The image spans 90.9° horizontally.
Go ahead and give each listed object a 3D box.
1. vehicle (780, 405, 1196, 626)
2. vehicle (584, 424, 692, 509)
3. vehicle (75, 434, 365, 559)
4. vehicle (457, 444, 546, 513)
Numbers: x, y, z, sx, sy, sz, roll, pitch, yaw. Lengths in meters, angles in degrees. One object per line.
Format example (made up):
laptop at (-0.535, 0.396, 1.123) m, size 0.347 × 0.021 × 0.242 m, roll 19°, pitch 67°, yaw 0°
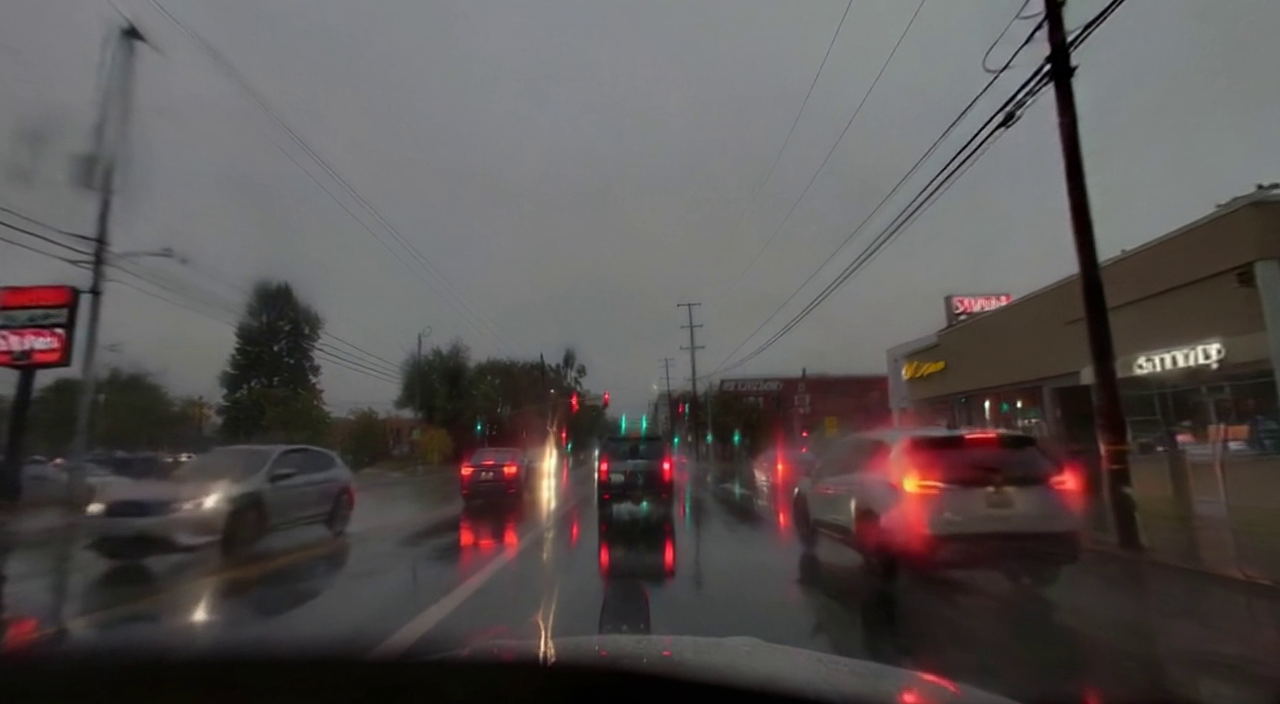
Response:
vehicle at (3.363, 1.665, 7.527) m, size 2.276 × 1.787 × 4.630 m, roll 0°, pitch -8°, yaw 0°
vehicle at (-0.076, 3.207, 18.215) m, size 2.638 × 2.065 × 5.313 m, roll 0°, pitch -8°, yaw 0°
vehicle at (-6.938, 2.371, 11.207) m, size 2.121 × 1.746 × 4.402 m, roll 0°, pitch -8°, yaw 0°
vehicle at (-3.638, 3.262, 16.912) m, size 1.975 × 1.570 × 4.456 m, roll 1°, pitch -8°, yaw -11°
